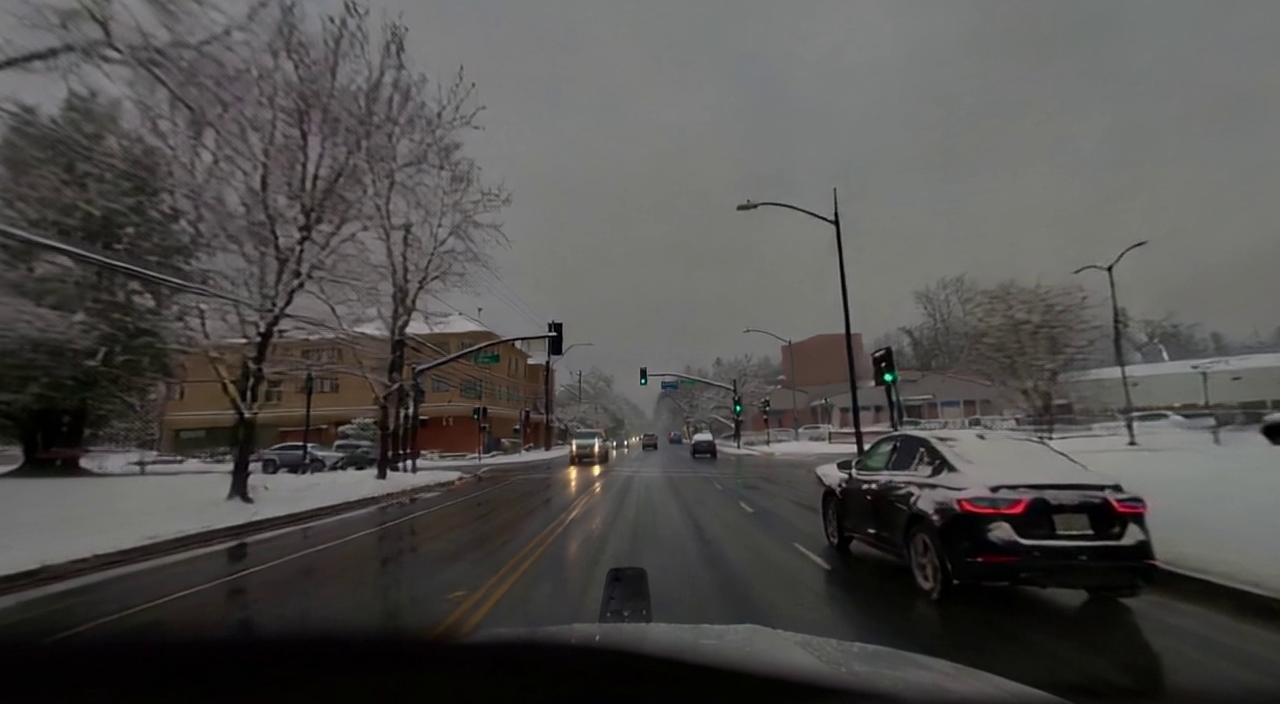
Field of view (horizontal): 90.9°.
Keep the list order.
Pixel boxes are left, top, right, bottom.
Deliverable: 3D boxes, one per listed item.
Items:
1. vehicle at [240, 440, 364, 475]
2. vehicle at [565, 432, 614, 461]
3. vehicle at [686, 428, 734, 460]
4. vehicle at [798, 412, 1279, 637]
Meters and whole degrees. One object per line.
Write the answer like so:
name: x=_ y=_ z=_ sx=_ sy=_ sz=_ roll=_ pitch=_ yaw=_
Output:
vehicle: x=-17.841 y=5.569 z=33.435 sx=5.361 sy=1.767 sz=2.179 roll=-1 pitch=-8 yaw=6
vehicle: x=-3.014 y=5.833 z=38.899 sx=2.519 sy=1.689 sz=5.200 roll=0 pitch=-8 yaw=1
vehicle: x=3.707 y=5.012 z=34.280 sx=2.035 sy=1.564 sz=4.719 roll=0 pitch=-8 yaw=-1
vehicle: x=3.355 y=1.501 z=6.660 sx=2.072 sy=1.471 sz=4.834 roll=0 pitch=-8 yaw=0
